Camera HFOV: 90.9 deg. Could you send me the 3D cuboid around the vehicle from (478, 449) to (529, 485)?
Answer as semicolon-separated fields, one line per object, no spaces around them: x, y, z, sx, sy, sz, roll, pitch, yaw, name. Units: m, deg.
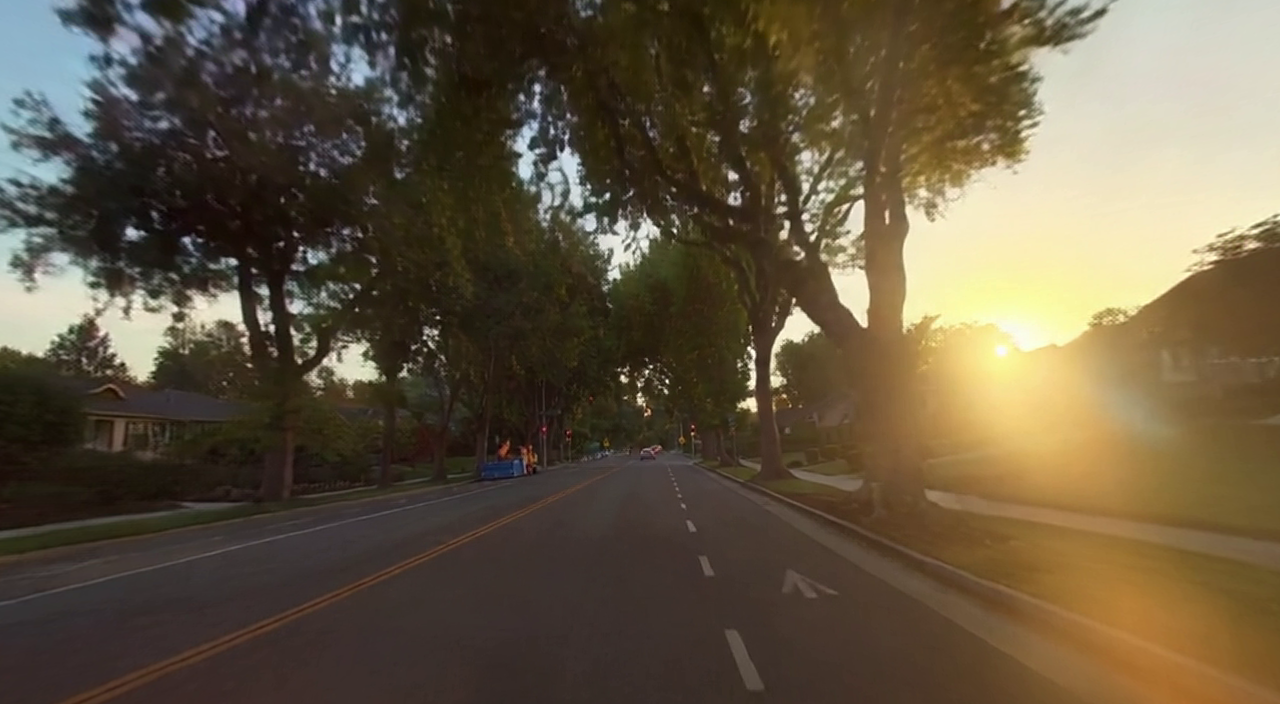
-8.312;6.985;38.699;1.998;1.814;4.559;-4;-7;1;vehicle
